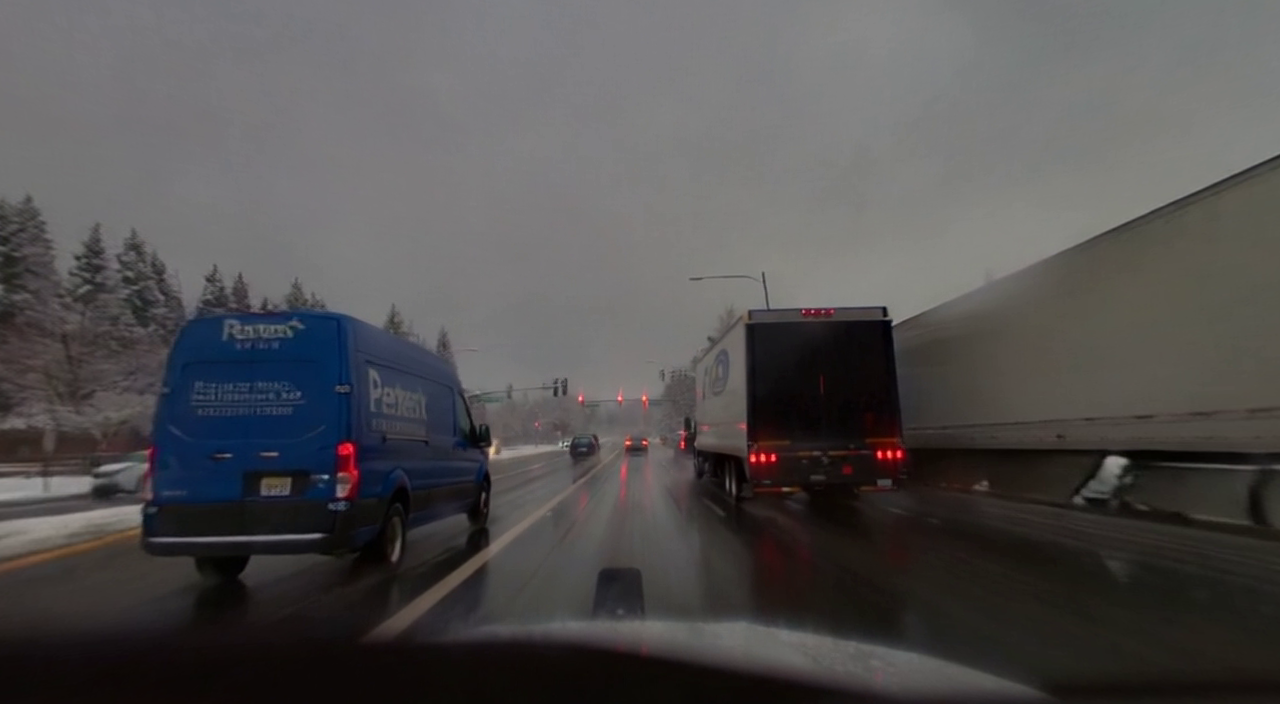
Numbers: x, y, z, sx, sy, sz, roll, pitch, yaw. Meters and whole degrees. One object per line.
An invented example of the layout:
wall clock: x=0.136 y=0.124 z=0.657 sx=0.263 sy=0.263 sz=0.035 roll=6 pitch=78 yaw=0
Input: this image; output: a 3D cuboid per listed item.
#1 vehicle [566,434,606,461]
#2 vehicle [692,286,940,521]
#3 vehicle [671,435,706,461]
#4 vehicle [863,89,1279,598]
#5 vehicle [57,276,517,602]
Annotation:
vehicle: x=-3.768 y=6.798 z=44.825 sx=2.356 sy=1.766 sz=5.674 roll=0 pitch=-9 yaw=0
vehicle: x=3.005 y=1.468 z=14.415 sx=2.861 sy=3.525 sz=9.858 roll=0 pitch=-9 yaw=0
vehicle: x=3.083 y=6.181 z=40.669 sx=1.869 sy=1.616 sz=4.346 roll=0 pitch=-9 yaw=0
vehicle: x=6.837 y=0.067 z=6.277 sx=2.926 sy=4.221 sz=16.975 roll=-1 pitch=-9 yaw=0
vehicle: x=-3.606 y=1.191 z=8.674 sx=2.443 sy=2.784 sz=6.493 roll=0 pitch=-9 yaw=1
